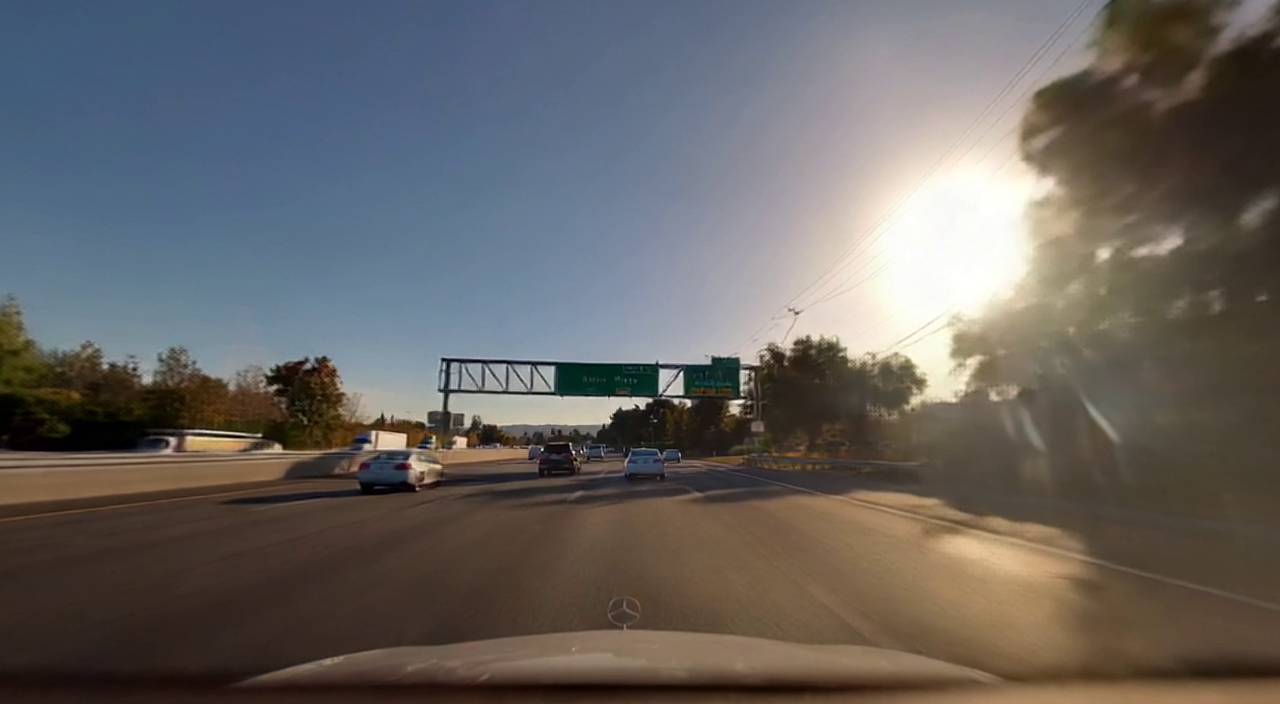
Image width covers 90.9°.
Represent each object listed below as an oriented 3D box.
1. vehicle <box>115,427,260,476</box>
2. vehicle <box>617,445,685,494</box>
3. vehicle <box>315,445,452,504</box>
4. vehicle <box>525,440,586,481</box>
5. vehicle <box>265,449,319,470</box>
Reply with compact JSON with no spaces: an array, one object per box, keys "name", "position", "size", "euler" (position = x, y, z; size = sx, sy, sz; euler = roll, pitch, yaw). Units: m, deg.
[{"name":"vehicle","position":[-29.769,6.634,42.272],"size":[2.934,2.913,9.649],"euler":[0,-9,-2]},{"name":"vehicle","position":[0.277,3.938,21.515],"size":[2.082,1.482,4.126],"euler":[0,-9,-1]},{"name":"vehicle","position":[-7.182,3.448,18.315],"size":[1.974,1.464,4.733],"euler":[0,-9,0]},{"name":"vehicle","position":[-3.871,5.065,29.780],"size":[2.289,1.777,4.534],"euler":[0,-9,0]},{"name":"vehicle","position":[-26.014,8.057,47.319],"size":[1.868,1.480,4.180],"euler":[0,-9,-3]}]
